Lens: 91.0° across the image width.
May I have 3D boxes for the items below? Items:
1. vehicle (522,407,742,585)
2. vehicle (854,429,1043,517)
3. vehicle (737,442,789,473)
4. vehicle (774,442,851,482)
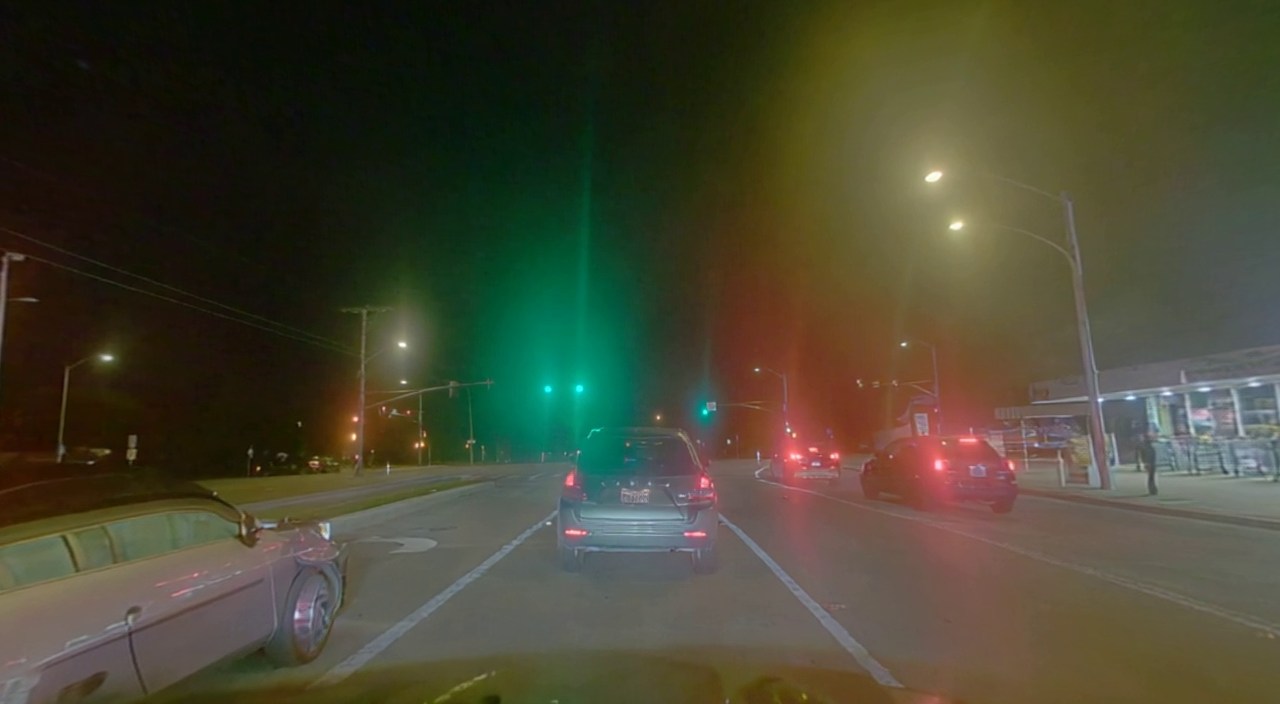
[{"bbox_3d":[-0.063,1.688,8.117,2.115,1.700,3.901,0,-8,1],"label":"vehicle"},{"bbox_3d":[6.708,2.671,14.431,2.072,1.652,4.611,0,-8,1],"label":"vehicle"},{"bbox_3d":[6.264,5.453,32.630,1.961,1.477,4.454,0,-8,2],"label":"vehicle"},{"bbox_3d":[6.844,4.401,25.430,1.833,1.452,4.237,0,-8,-1],"label":"vehicle"}]
